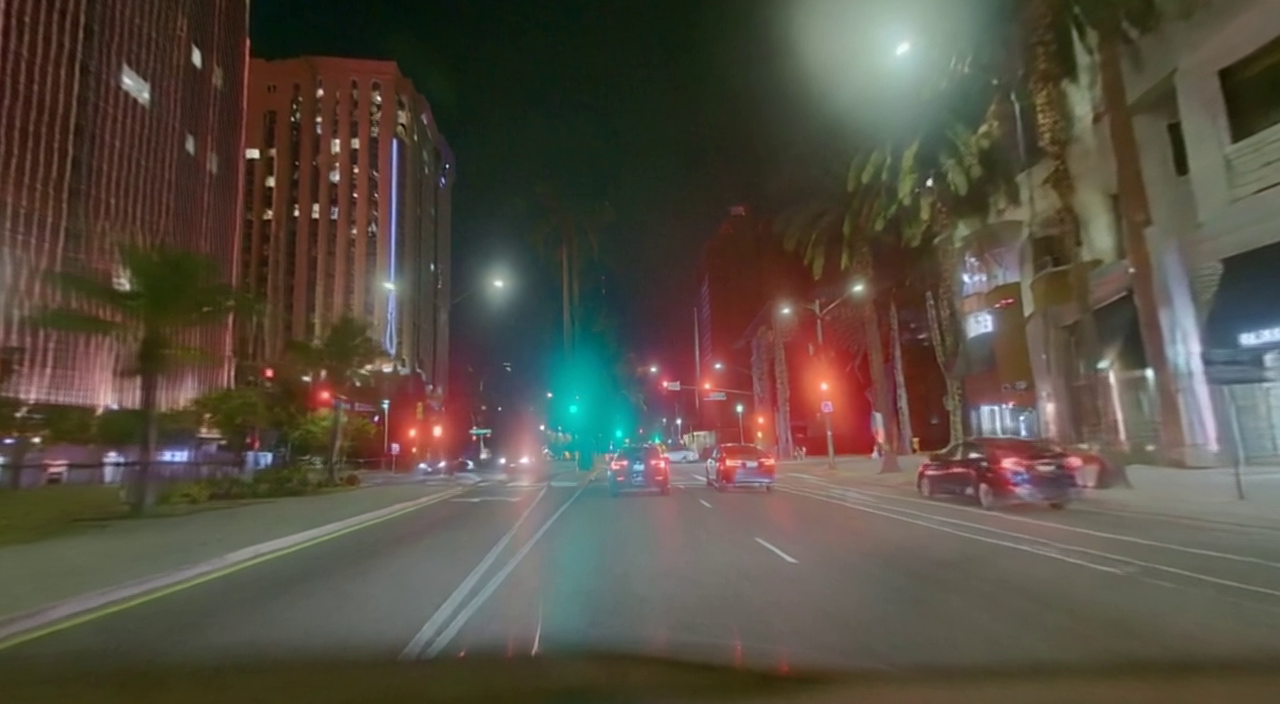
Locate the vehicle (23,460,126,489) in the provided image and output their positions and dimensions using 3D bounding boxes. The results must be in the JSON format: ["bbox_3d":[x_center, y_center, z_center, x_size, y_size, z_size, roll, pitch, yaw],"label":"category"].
[{"bbox_3d":[-39.831,8.567,44.539,5.791,1.900,2.283,-2,-9,12],"label":"vehicle"}]

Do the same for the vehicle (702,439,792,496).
[{"bbox_3d":[3.072,3.397,18.830,1.909,1.500,3.524,0,-9,-2],"label":"vehicle"}]

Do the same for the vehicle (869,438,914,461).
[{"bbox_3d":[19.695,7.680,49.654,1.959,1.674,4.706,-1,-9,5],"label":"vehicle"}]

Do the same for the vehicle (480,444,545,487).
[{"bbox_3d":[-4.903,4.420,24.896,1.977,1.501,4.435,0,-9,-5],"label":"vehicle"}]

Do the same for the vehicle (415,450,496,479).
[{"bbox_3d":[-10.218,6.161,34.843,4.641,1.502,1.882,-7,-11,38],"label":"vehicle"}]

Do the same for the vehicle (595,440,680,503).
[{"bbox_3d":[-0.115,3.201,17.293,2.048,1.503,3.681,0,-9,-2],"label":"vehicle"}]

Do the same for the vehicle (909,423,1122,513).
[{"bbox_3d":[8.124,2.560,14.327,2.000,1.685,4.487,0,-9,-1],"label":"vehicle"}]
